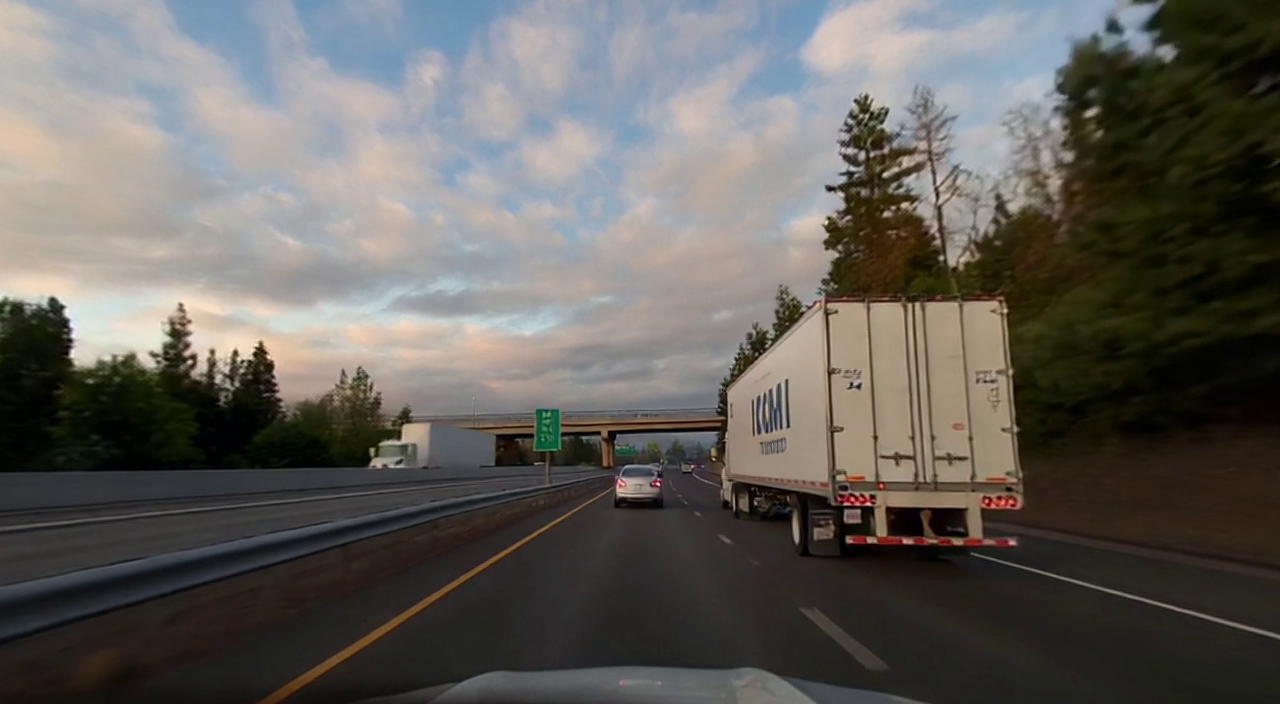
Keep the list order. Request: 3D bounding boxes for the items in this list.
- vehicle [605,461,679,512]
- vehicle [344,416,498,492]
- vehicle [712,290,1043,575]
[{"bbox_3d":[0.067,4.249,20.117,2.156,1.444,3.762,1,-10,0],"label":"vehicle"},{"bbox_3d":[-12.690,6.576,39.431,2.871,3.707,16.908,0,-11,3],"label":"vehicle"},{"bbox_3d":[4.364,2.612,17.484,2.964,4.188,16.587,0,-10,1],"label":"vehicle"}]
